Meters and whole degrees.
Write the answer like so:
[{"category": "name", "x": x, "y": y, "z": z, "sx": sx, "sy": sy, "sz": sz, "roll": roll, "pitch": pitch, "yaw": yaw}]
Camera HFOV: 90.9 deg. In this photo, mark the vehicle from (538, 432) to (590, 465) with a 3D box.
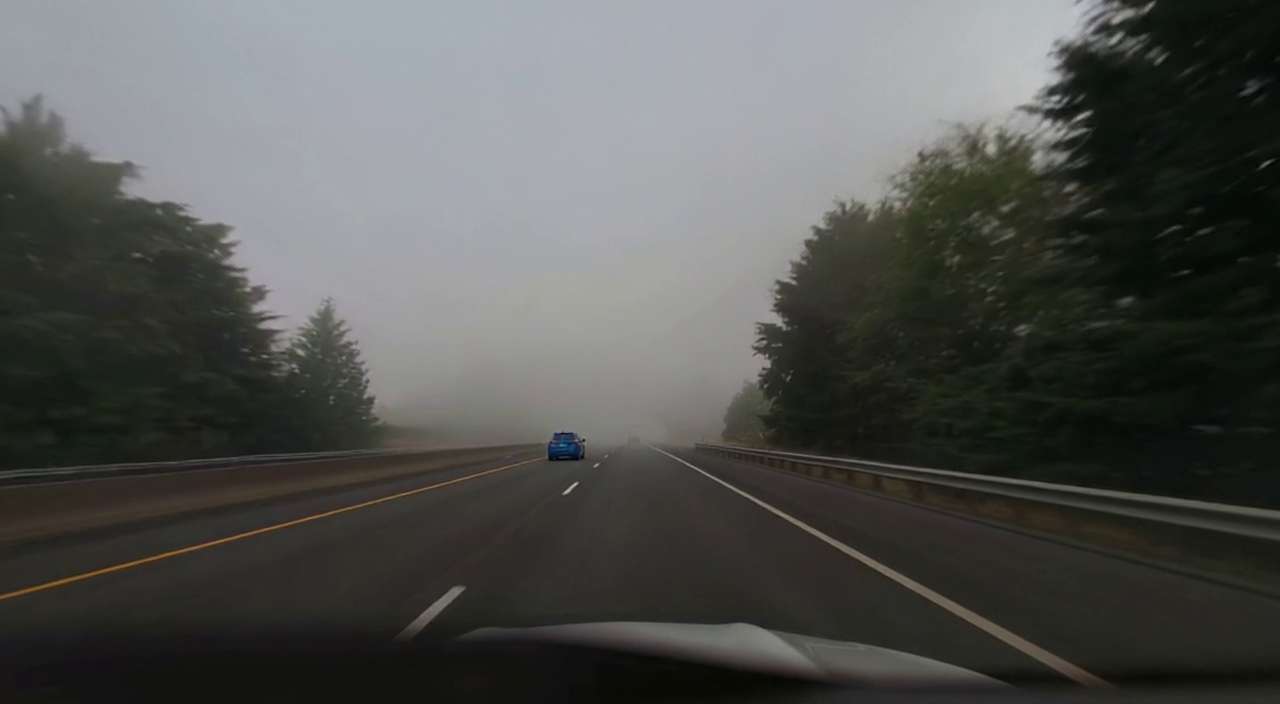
[{"category": "vehicle", "x": -3.601, "y": 4.613, "z": 30.451, "sx": 2.085, "sy": 1.479, "sz": 3.846, "roll": 0, "pitch": -8, "yaw": -1}]
